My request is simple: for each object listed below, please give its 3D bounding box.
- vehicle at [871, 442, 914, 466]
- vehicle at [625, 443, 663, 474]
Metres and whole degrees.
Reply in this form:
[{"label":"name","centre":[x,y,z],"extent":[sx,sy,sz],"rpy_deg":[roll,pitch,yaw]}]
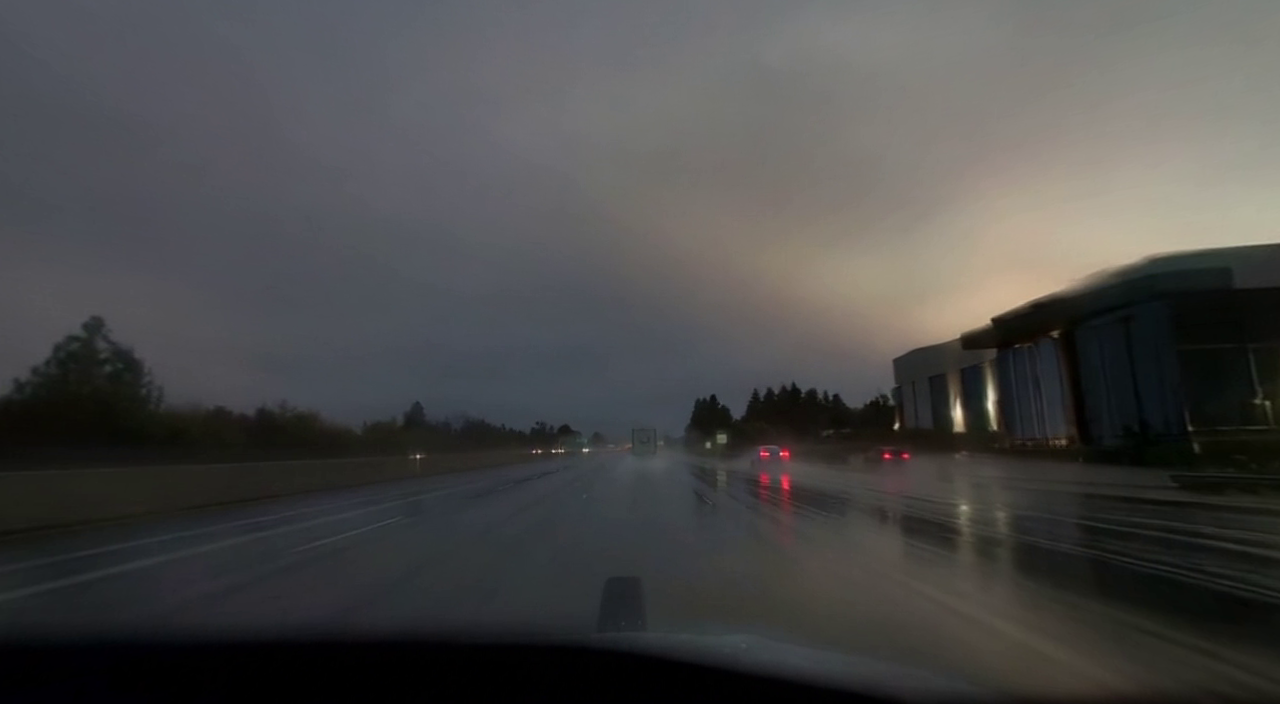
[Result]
[{"label":"vehicle","centre":[18.425,7.409,46.188],"extent":[1.690,1.490,3.665],"rpy_deg":[-5,-7,3]},{"label":"vehicle","centre":[0.213,6.082,36.129],"extent":[2.015,1.639,4.086],"rpy_deg":[0,-9,0]}]
